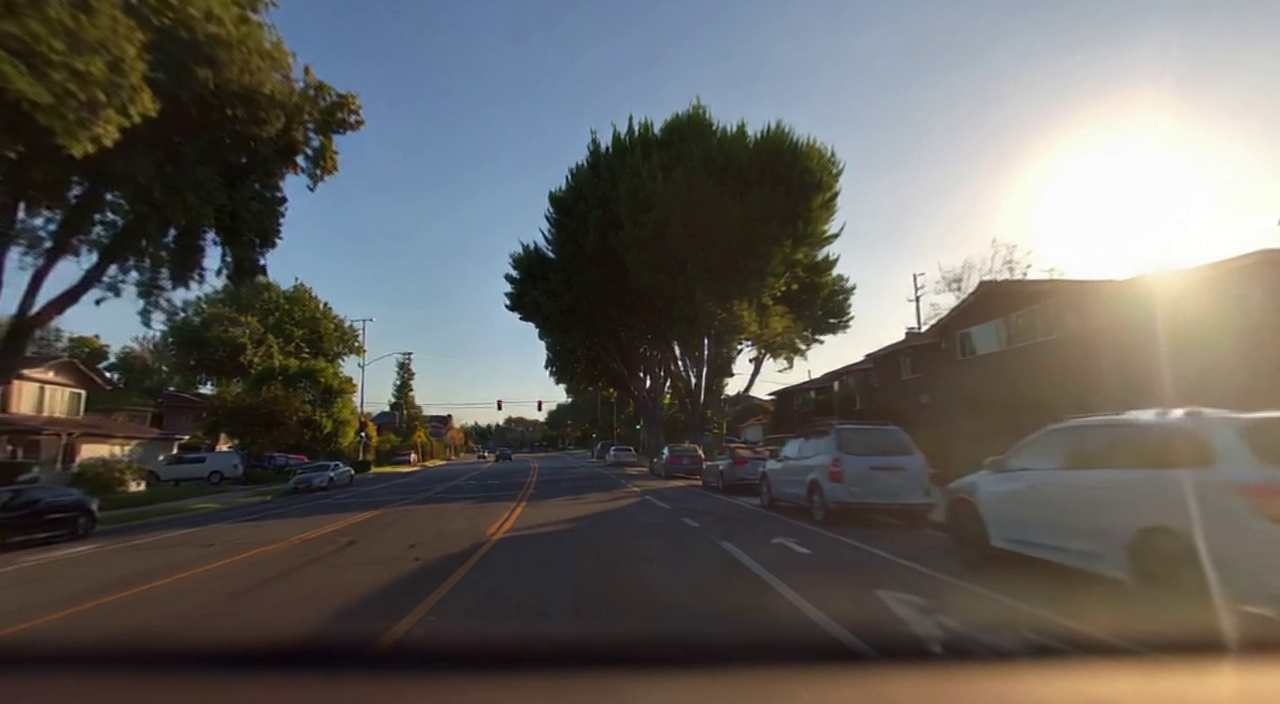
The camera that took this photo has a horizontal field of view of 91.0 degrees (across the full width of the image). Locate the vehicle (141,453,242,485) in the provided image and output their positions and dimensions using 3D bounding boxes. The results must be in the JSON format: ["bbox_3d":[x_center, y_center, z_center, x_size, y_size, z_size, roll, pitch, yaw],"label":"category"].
[{"bbox_3d":[-27.644,7.199,38.955,4.552,1.857,1.950,1,-9,-7],"label":"vehicle"}]

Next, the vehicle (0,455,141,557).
[{"bbox_3d":[-12.121,2.972,11.881,2.159,1.677,4.112,-7,-8,-3],"label":"vehicle"}]

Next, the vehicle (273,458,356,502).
[{"bbox_3d":[-14.308,5.587,27.933,1.932,1.468,4.305,-5,-8,-9],"label":"vehicle"}]

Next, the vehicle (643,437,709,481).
[{"bbox_3d":[1.590,4.976,29.600,2.348,1.804,5.207,3,-9,-5],"label":"vehicle"}]

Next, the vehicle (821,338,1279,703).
[{"bbox_3d":[4.313,1.391,6.152,2.723,1.785,7.174,4,-9,-2],"label":"vehicle"}]
